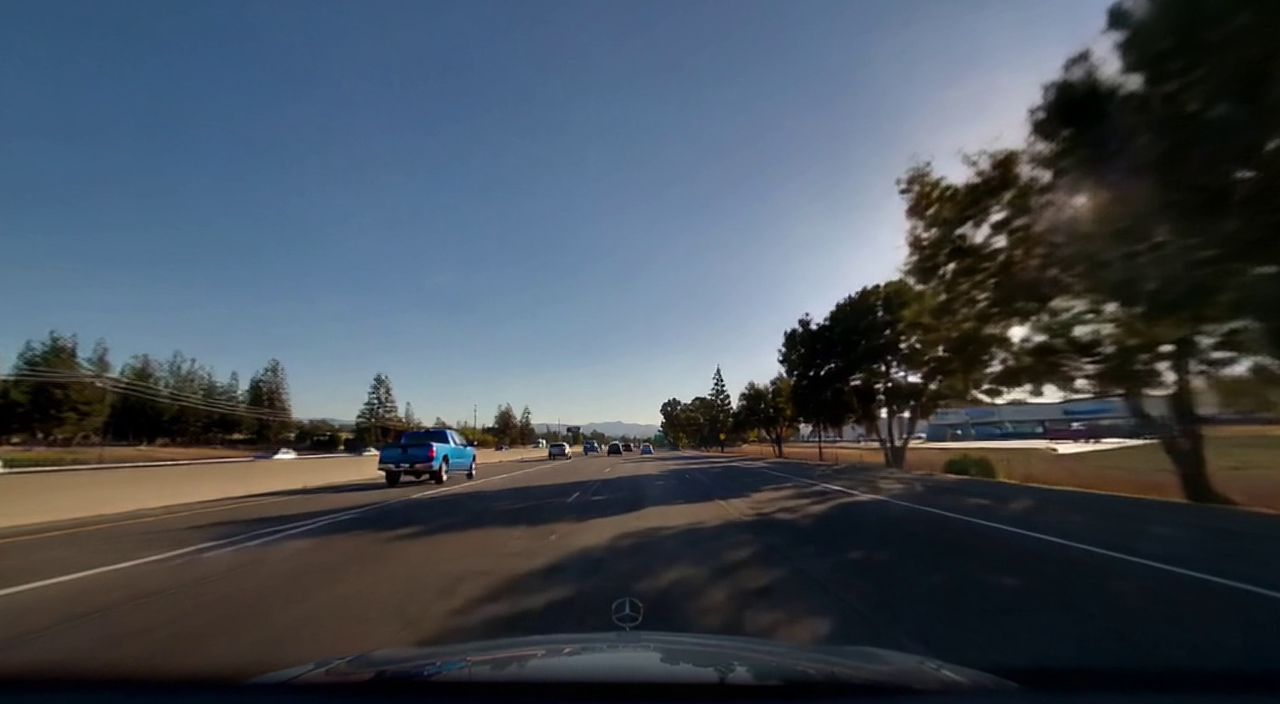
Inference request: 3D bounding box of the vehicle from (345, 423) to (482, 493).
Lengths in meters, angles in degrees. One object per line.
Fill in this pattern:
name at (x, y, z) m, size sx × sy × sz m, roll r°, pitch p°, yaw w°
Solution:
vehicle at (-7.015, 3.359, 20.444) m, size 2.156 × 1.911 × 5.956 m, roll 0°, pitch -8°, yaw 1°
